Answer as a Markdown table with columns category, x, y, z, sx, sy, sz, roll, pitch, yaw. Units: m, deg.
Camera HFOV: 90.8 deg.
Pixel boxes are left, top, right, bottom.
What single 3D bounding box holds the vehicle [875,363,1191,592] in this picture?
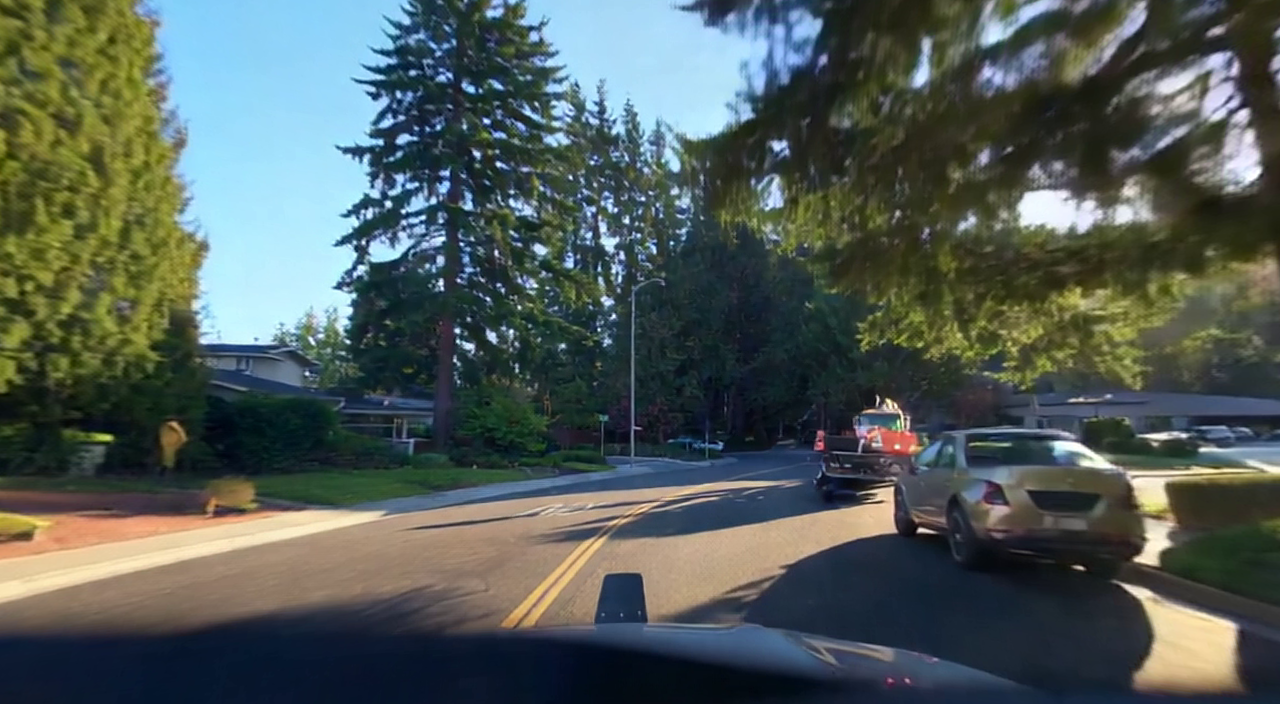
| category | x | y | z | sx | sy | sz | roll | pitch | yaw |
| --- | --- | --- | --- | --- | --- | --- | --- | --- | --- |
| vehicle | 4.480 | 1.464 | 7.897 | 2.043 | 2.250 | 3.024 | -1 | -9 | 5 |

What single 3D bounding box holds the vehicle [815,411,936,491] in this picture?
| category | x | y | z | sx | sy | sz | roll | pitch | yaw |
| --- | --- | --- | --- | --- | --- | --- | --- | --- | --- |
| vehicle | 7.495 | 3.151 | 20.059 | 2.874 | 2.021 | 7.293 | -4 | -10 | 21 |
